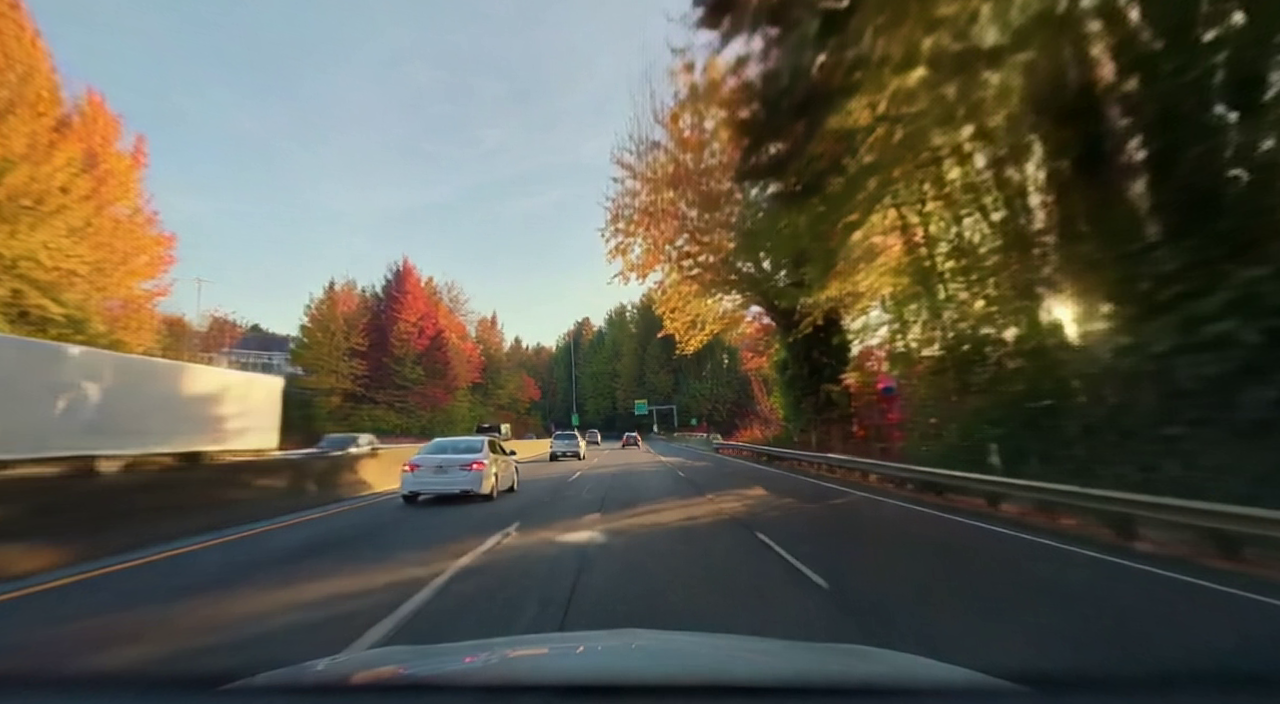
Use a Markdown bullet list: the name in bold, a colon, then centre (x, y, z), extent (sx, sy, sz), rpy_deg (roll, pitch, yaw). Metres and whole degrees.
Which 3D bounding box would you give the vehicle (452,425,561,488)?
- **vehicle**: centre (-3.453, 2.792, 17.249), extent (1.989, 1.497, 4.645), rpy_deg (0, -8, 0)

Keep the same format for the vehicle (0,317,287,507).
- **vehicle**: centre (-15.489, 1.839, 17.639), extent (2.969, 4.098, 14.350), rpy_deg (0, -8, -1)

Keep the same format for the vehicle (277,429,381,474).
- **vehicle**: centre (-12.143, 3.894, 24.905), extent (1.937, 1.605, 4.321), rpy_deg (0, -8, 0)

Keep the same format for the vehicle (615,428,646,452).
- **vehicle**: centre (-0.626, 6.140, 43.826), extent (2.054, 1.609, 3.859), rpy_deg (0, -8, -1)
